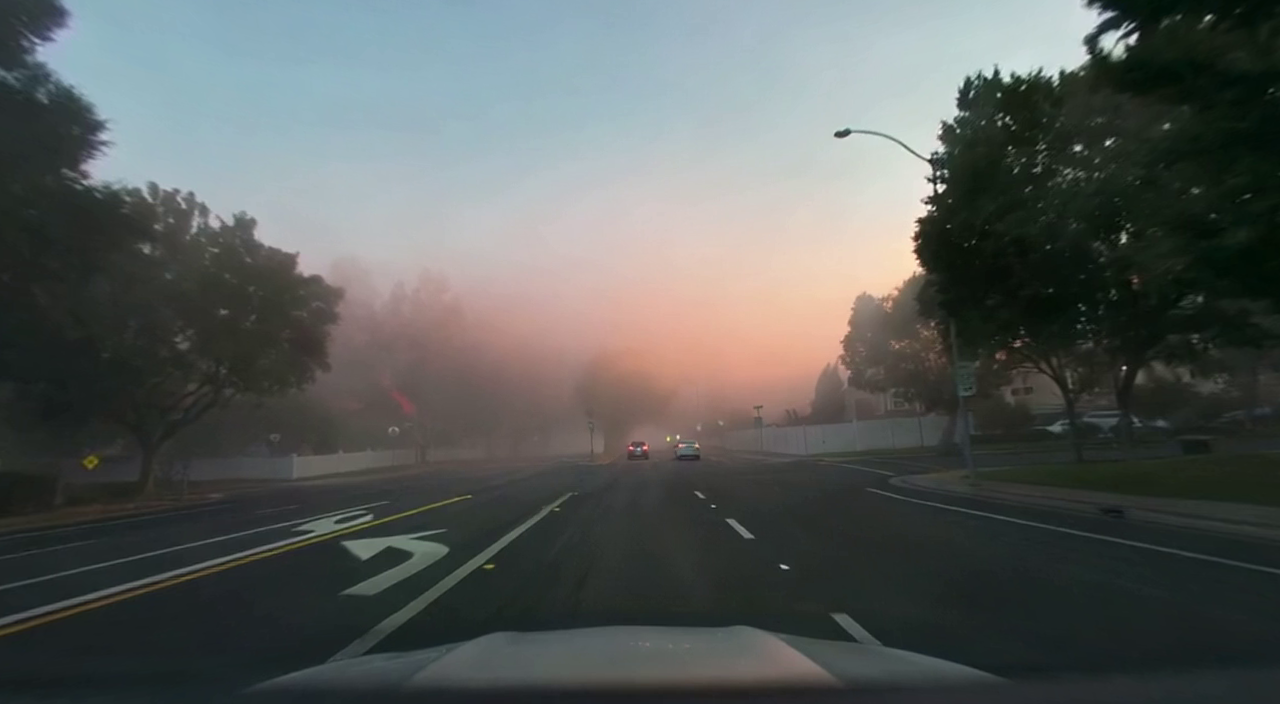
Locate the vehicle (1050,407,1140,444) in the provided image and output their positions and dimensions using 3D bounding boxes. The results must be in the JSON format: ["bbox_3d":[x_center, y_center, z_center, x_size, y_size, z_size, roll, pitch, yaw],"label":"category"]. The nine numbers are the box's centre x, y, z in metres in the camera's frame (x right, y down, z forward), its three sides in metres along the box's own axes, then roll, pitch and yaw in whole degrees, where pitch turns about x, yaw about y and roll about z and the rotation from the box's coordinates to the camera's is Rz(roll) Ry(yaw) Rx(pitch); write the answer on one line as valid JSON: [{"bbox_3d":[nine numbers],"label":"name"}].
[{"bbox_3d":[31.140,4.978,43.471,2.072,2.012,5.323,-5,-2,-1],"label":"vehicle"}]
